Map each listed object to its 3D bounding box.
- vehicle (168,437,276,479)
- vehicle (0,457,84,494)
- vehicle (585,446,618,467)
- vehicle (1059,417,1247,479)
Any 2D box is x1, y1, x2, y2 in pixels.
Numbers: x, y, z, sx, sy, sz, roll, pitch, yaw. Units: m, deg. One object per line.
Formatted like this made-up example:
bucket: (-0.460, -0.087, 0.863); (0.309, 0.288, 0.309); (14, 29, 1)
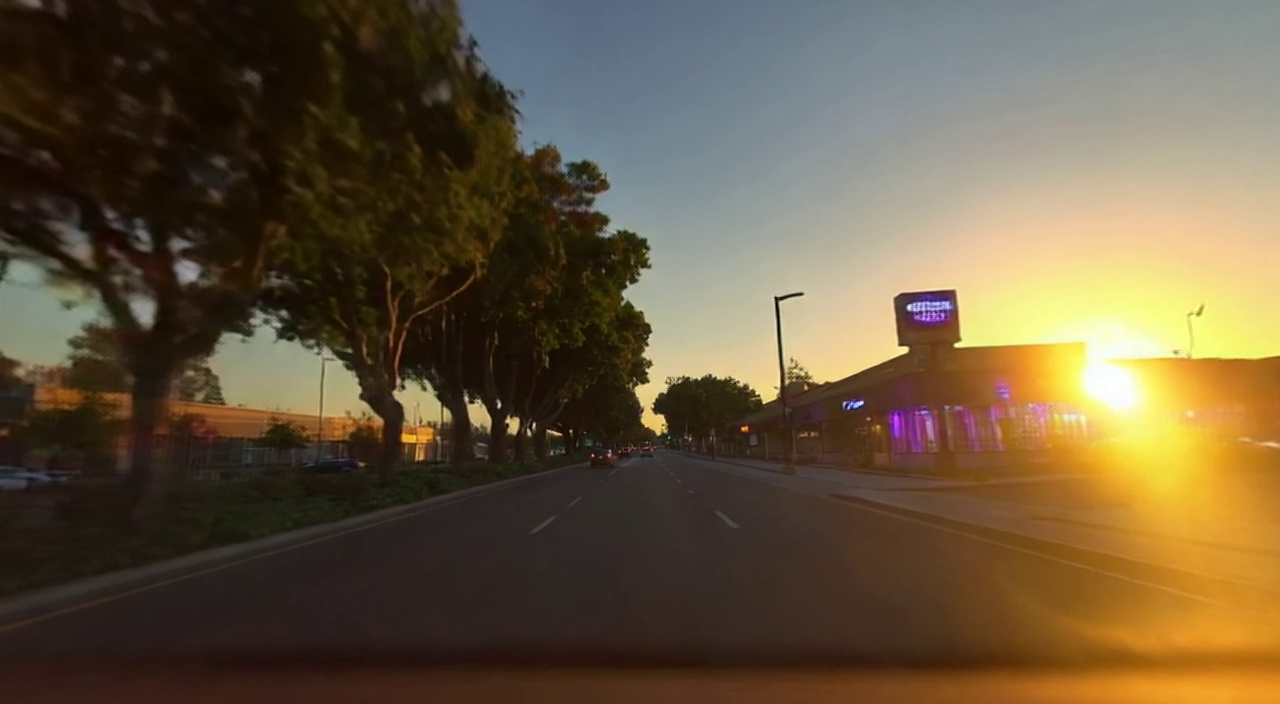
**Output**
vehicle: (-29.606, 7.502, 44.791); (5.890, 2.815, 2.228); (0, -8, -2)
vehicle: (-31.545, 6.351, 32.665); (1.830, 1.663, 4.166); (1, -8, -6)
vehicle: (-2.841, 7.820, 47.305); (2.082, 1.460, 4.442); (0, -8, 1)
vehicle: (16.878, 3.215, 21.195); (2.038, 1.827, 4.870); (0, -8, -2)
